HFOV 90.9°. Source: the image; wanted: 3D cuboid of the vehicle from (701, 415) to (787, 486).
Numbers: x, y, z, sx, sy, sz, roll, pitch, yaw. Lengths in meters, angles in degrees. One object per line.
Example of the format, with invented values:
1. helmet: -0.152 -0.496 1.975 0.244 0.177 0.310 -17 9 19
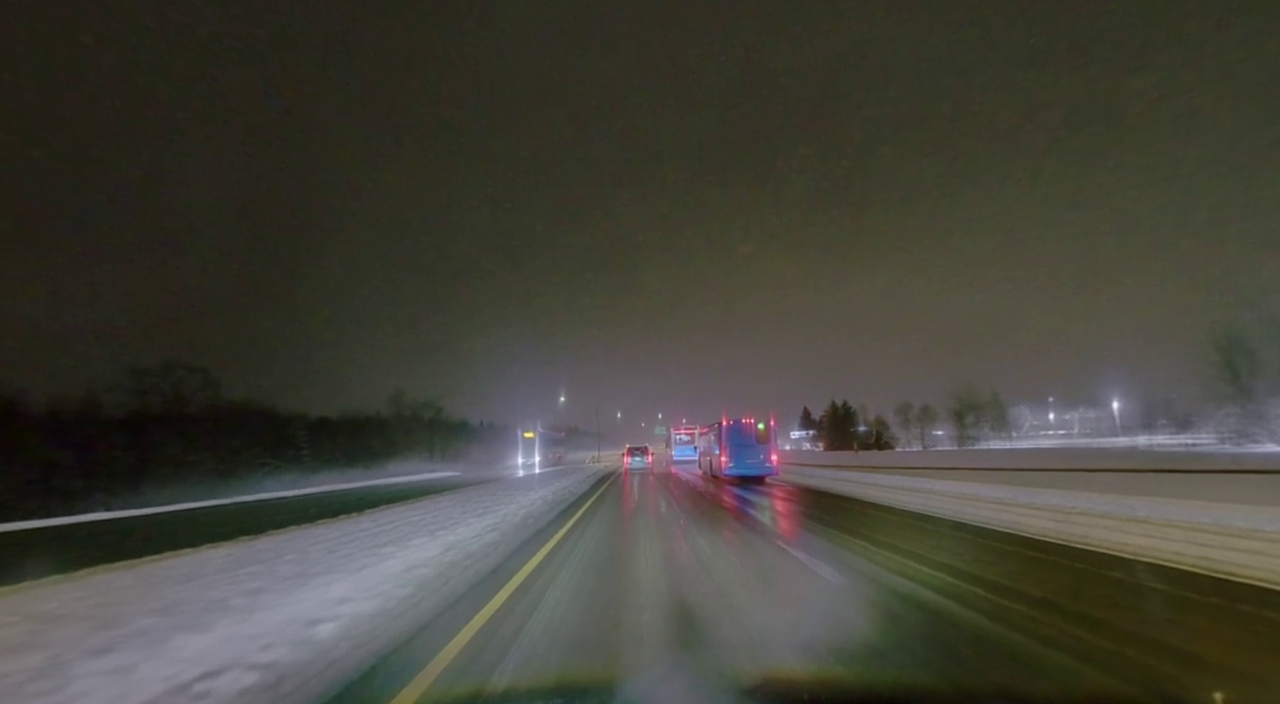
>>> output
1. vehicle: 4.065 4.038 25.943 2.440 2.555 5.957 0 -9 -1

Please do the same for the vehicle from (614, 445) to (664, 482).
1. vehicle: -0.085 4.773 27.177 2.004 1.449 3.817 0 -9 -1
